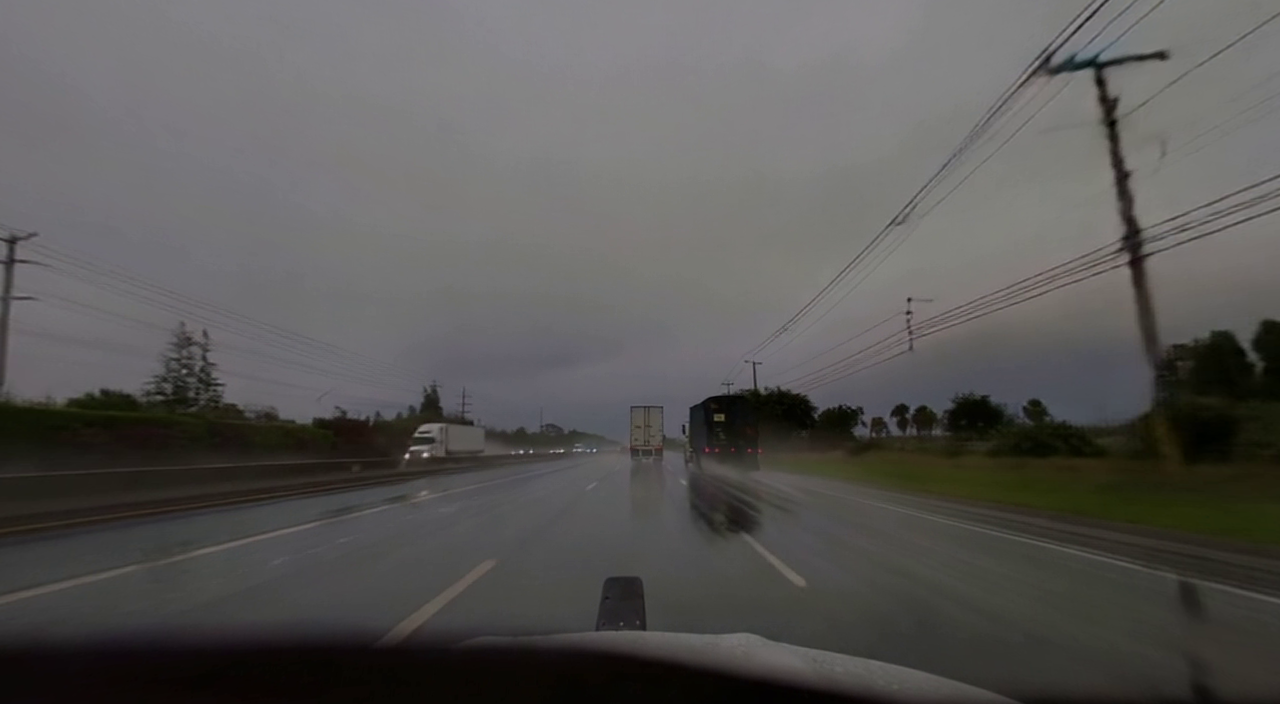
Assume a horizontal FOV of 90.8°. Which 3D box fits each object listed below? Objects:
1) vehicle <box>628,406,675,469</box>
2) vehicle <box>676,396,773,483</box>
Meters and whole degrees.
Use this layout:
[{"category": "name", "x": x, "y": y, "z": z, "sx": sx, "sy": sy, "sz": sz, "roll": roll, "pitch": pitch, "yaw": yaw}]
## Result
[{"category": "vehicle", "x": 0.619, "y": 6.574, "z": 47.397, "sx": 2.997, "sy": 4.076, "sz": 13.224, "roll": 0, "pitch": -9, "yaw": -1}, {"category": "vehicle", "x": 3.568, "y": 4.143, "z": 29.250, "sx": 2.938, "sy": 3.378, "sz": 8.820, "roll": 0, "pitch": -9, "yaw": -2}]
